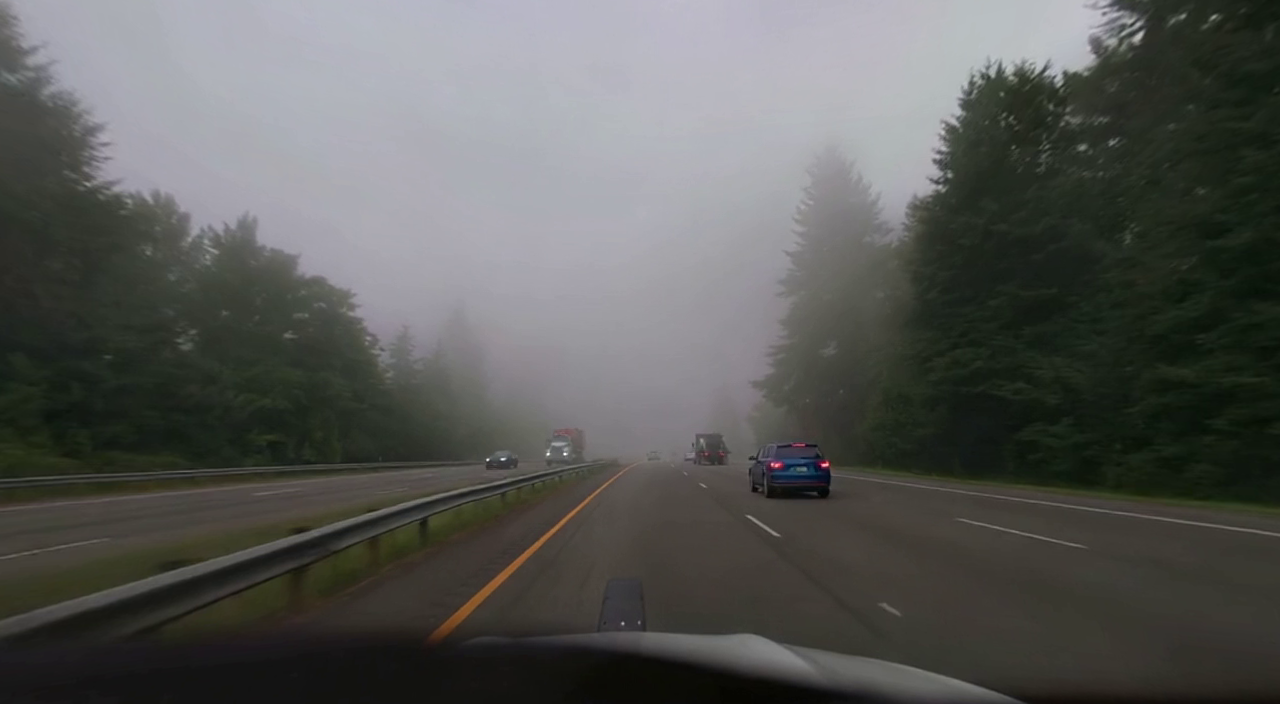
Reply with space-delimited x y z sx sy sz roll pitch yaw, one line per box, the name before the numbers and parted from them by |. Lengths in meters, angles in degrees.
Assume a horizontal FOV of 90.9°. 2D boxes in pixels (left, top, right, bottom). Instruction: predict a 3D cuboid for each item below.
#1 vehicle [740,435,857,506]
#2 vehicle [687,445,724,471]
vehicle | 3.999 3.070 16.699 2.005 1.604 4.002 0 -9 -1
vehicle | 4.401 7.215 42.964 2.022 1.658 4.132 0 -9 0
